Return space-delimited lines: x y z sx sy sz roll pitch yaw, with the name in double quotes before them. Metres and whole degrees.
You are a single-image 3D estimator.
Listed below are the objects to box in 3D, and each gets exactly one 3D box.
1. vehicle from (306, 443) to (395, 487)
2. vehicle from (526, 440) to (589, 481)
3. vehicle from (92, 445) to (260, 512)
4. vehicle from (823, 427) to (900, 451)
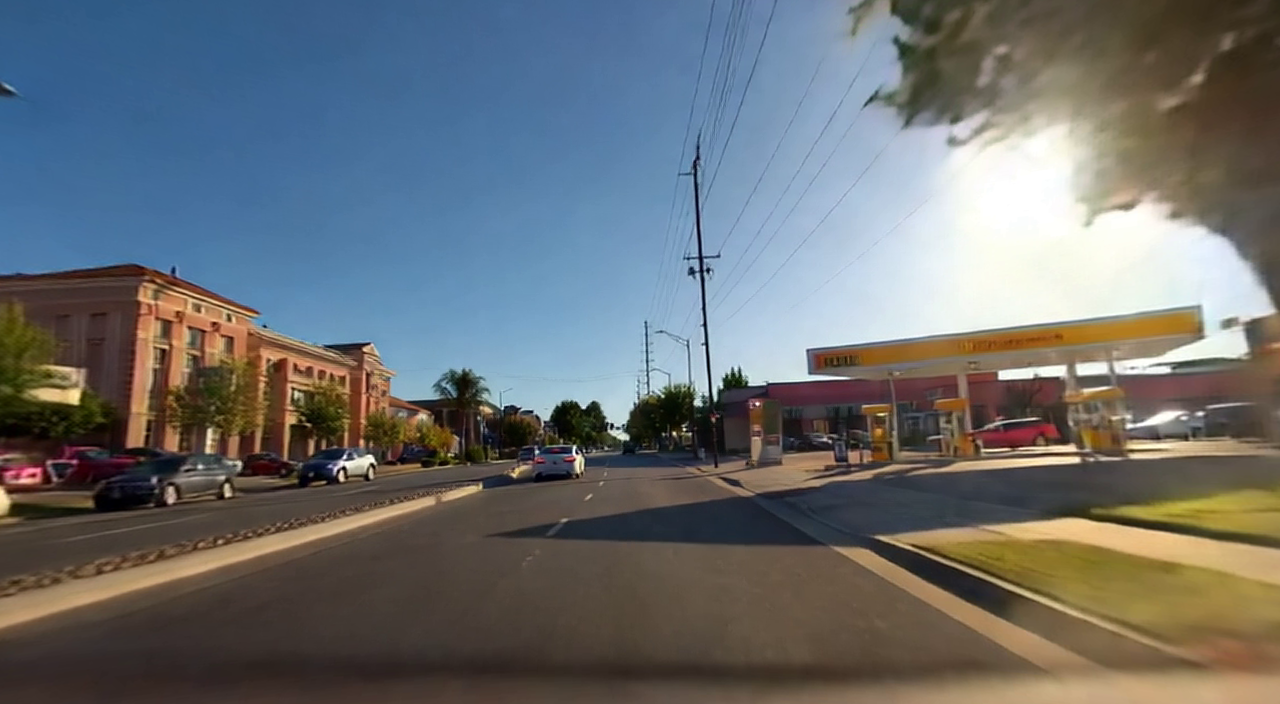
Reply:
"vehicle" -15.323 5.985 33.750 2.353 2.144 4.847 0 -9 1
"vehicle" -3.248 4.351 25.542 2.073 1.525 3.968 0 -9 -1
"vehicle" -16.155 4.363 22.396 2.336 2.092 4.625 0 -9 1
"vehicle" 16.419 6.487 46.903 4.943 1.646 2.072 0 -9 -2
